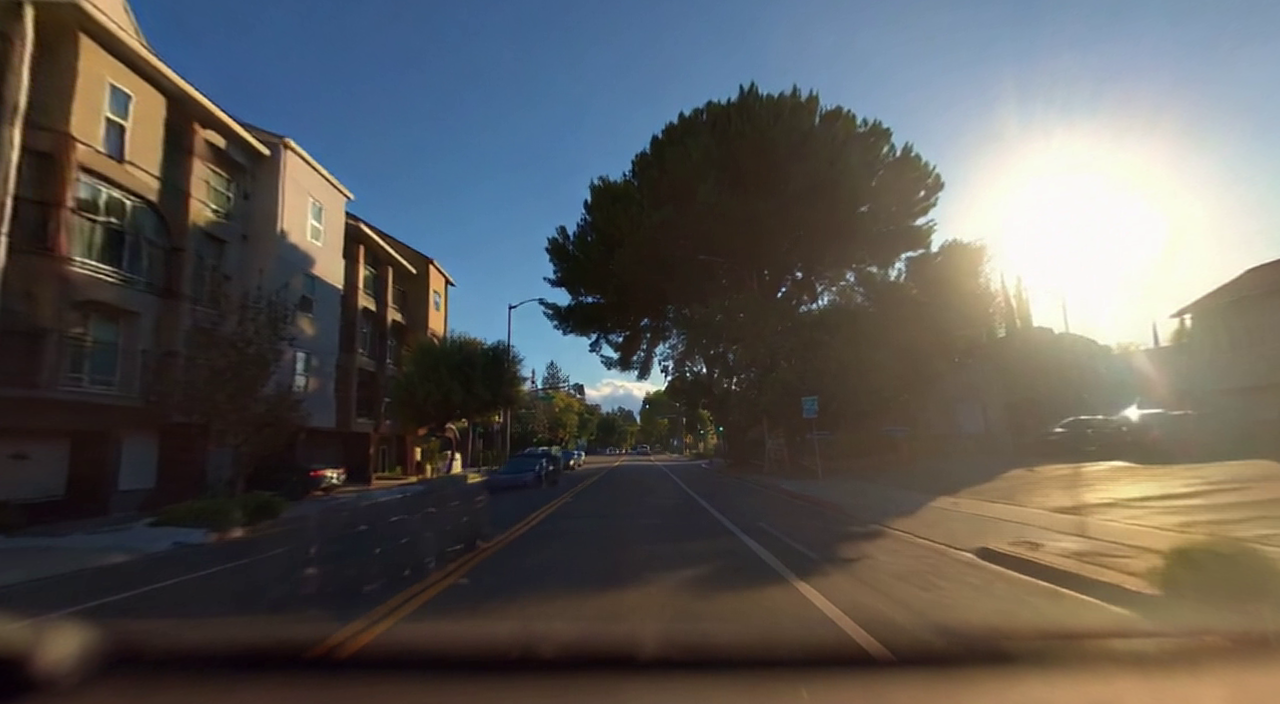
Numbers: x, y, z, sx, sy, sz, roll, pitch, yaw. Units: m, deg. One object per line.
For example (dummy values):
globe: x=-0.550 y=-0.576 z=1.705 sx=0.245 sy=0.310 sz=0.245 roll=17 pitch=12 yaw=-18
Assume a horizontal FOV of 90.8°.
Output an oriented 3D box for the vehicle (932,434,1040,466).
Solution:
vehicle: x=17.253 y=4.934 z=31.618 sx=4.161 sy=1.442 sz=2.023 roll=-1 pitch=-10 yaw=0

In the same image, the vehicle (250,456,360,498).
vehicle: x=-12.794 y=4.769 z=24.492 sx=1.934 sy=1.389 sz=4.364 roll=0 pitch=-9 yaw=-1
